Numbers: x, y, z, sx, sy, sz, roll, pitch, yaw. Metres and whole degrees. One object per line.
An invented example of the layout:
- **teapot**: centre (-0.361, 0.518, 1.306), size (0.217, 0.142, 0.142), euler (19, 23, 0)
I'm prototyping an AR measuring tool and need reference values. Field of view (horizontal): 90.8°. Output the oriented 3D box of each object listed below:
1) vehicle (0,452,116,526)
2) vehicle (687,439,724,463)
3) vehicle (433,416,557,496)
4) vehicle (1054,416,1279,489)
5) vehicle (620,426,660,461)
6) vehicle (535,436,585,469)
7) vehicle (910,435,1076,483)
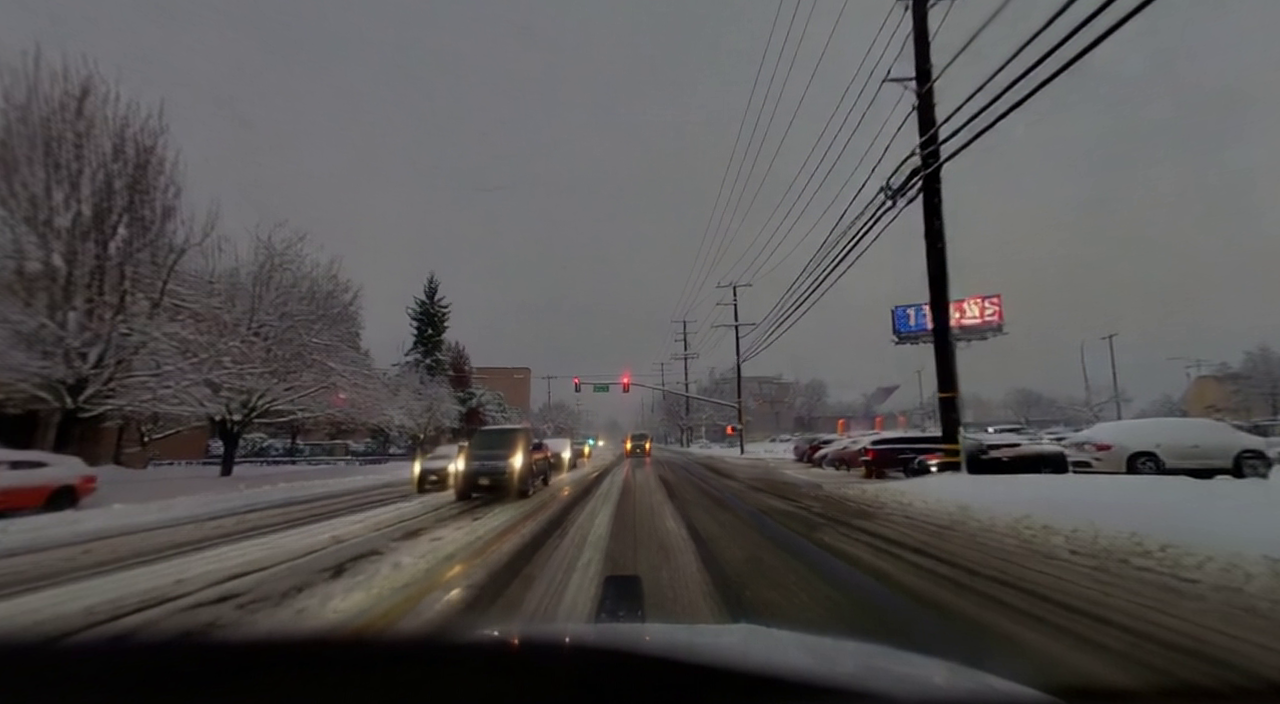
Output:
- **vehicle**: centre (-14.289, 2.944, 13.627), size (1.960, 1.503, 4.505), euler (-1, -8, 3)
- **vehicle**: centre (4.245, 6.508, 41.612), size (1.926, 1.482, 4.442), euler (0, -8, 0)
- **vehicle**: centre (-3.888, 2.941, 18.133), size (2.277, 1.904, 5.583), euler (0, -8, 0)
- **vehicle**: centre (14.997, 2.806, 17.692), size (5.307, 1.877, 2.052), euler (0, -8, -1)
- **vehicle**: centre (0.003, 6.620, 45.651), size (2.683, 2.295, 6.404), euler (0, -8, 1)
- **vehicle**: centre (-4.140, 5.285, 33.338), size (2.033, 1.572, 4.939), euler (0, -8, -1)
- **vehicle**: centre (11.372, 3.467, 20.604), size (4.238, 1.464, 1.862), euler (-1, -9, 2)
